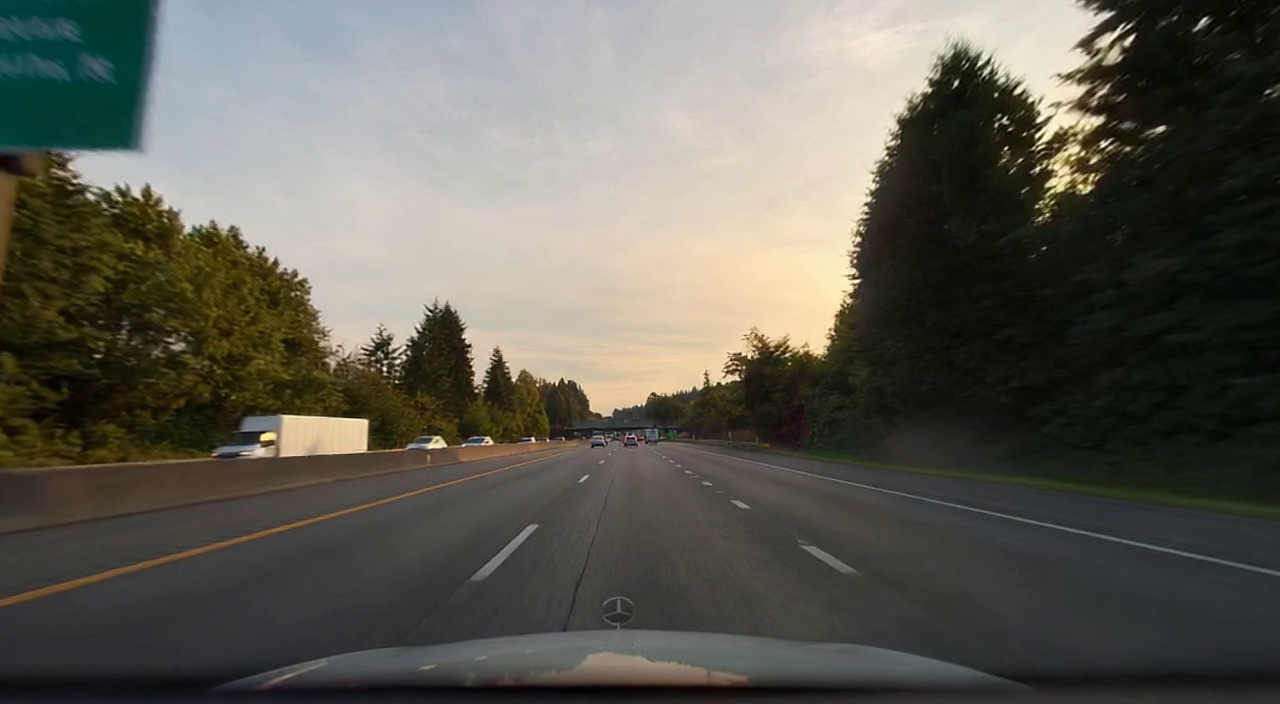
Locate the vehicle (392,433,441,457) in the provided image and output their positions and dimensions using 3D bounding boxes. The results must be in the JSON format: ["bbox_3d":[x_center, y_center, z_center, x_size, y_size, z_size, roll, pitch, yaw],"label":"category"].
[{"bbox_3d":[-17.244,7.180,48.857,2.071,1.799,4.655,0,-8,0],"label":"vehicle"}]

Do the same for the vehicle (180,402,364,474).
[{"bbox_3d":[-20.803,5.085,37.363,2.943,3.449,13.459,0,-8,-1],"label":"vehicle"}]
